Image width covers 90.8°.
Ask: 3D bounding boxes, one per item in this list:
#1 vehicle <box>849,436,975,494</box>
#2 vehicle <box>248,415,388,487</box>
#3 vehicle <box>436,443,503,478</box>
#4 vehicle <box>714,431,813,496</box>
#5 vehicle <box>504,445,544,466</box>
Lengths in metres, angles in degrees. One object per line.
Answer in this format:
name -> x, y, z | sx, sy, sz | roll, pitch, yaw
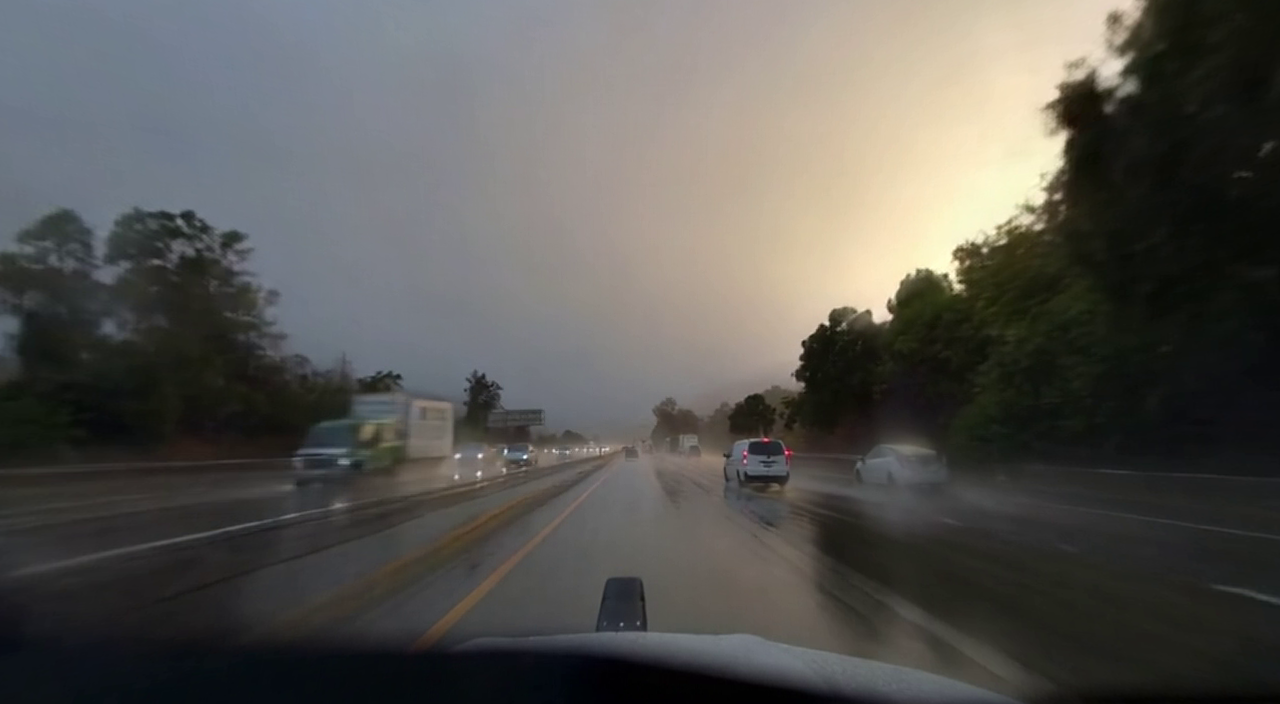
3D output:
vehicle -> 8.610, 3.616, 20.511 | 2.018, 1.636, 4.510 | 0, -9, -1
vehicle -> -12.013, 3.773, 24.174 | 2.298, 2.378, 5.828 | 0, -9, -1
vehicle -> -7.802, 5.004, 29.289 | 1.928, 1.484, 4.428 | 0, -9, 0
vehicle -> 3.651, 3.417, 19.625 | 2.070, 1.751, 4.576 | 0, -9, -1
vehicle -> -8.480, 7.621, 46.564 | 2.015, 1.467, 4.629 | 0, -9, 0
